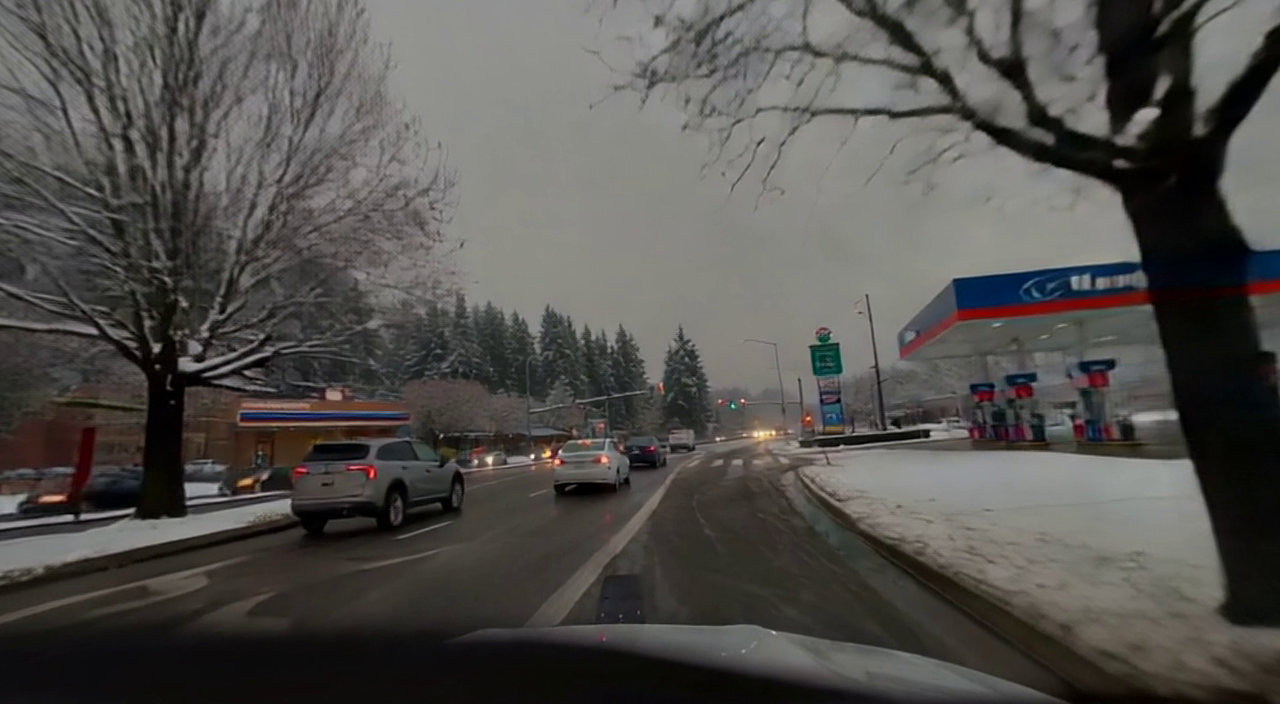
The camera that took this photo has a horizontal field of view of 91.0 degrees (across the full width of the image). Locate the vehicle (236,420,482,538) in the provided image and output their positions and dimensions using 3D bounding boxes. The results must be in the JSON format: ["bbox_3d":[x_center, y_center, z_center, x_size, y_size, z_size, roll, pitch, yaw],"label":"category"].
[{"bbox_3d":[-4.954,2.306,12.096,2.102,1.774,4.662,-1,-9,7],"label":"vehicle"}]

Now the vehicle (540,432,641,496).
[{"bbox_3d":[-1.260,3.114,17.855,2.060,1.580,3.980,-1,-9,8],"label":"vehicle"}]

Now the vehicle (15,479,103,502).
[{"bbox_3d":[-40.964,9.768,44.412,4.384,1.490,2.031,-1,-10,6],"label":"vehicle"}]

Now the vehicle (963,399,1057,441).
[{"bbox_3d":[21.552,4.085,37.023,2.322,2.152,5.668,-2,-8,4],"label":"vehicle"}]
